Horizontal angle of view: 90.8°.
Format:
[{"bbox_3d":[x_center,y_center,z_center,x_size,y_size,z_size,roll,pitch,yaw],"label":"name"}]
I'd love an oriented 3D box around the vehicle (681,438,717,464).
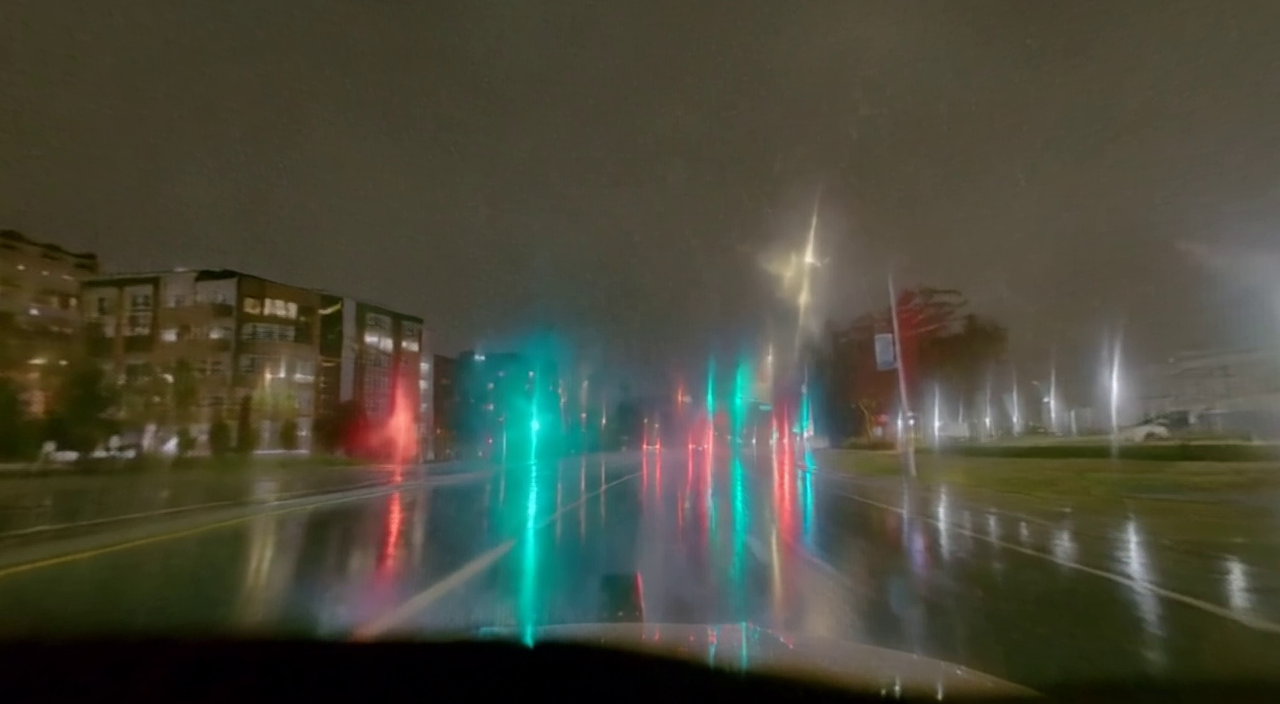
[{"bbox_3d":[4.619,7.608,48.671,2.356,1.931,4.840,-2,-9,9],"label":"vehicle"}]
